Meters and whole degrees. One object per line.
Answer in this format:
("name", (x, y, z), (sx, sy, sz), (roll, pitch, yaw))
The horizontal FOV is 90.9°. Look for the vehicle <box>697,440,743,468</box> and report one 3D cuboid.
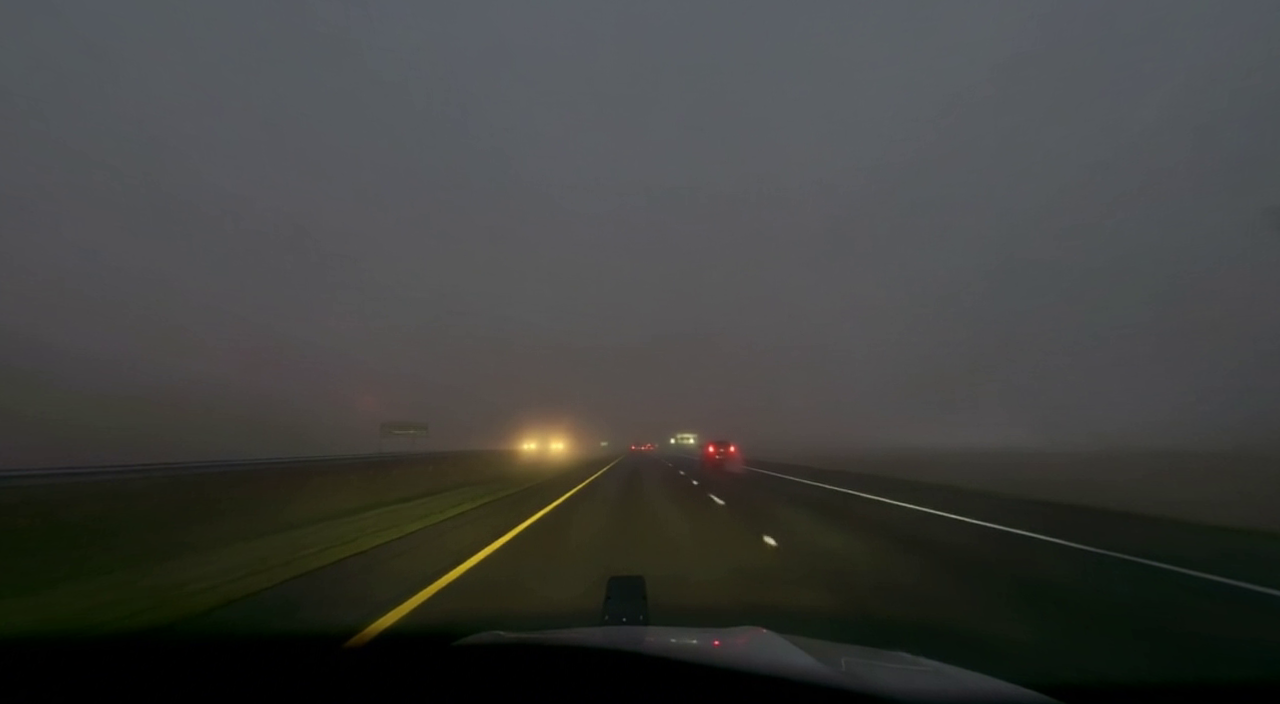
("vehicle", (4.599, 5.937, 36.823), (2.012, 1.476, 4.256), (0, -9, -2))
